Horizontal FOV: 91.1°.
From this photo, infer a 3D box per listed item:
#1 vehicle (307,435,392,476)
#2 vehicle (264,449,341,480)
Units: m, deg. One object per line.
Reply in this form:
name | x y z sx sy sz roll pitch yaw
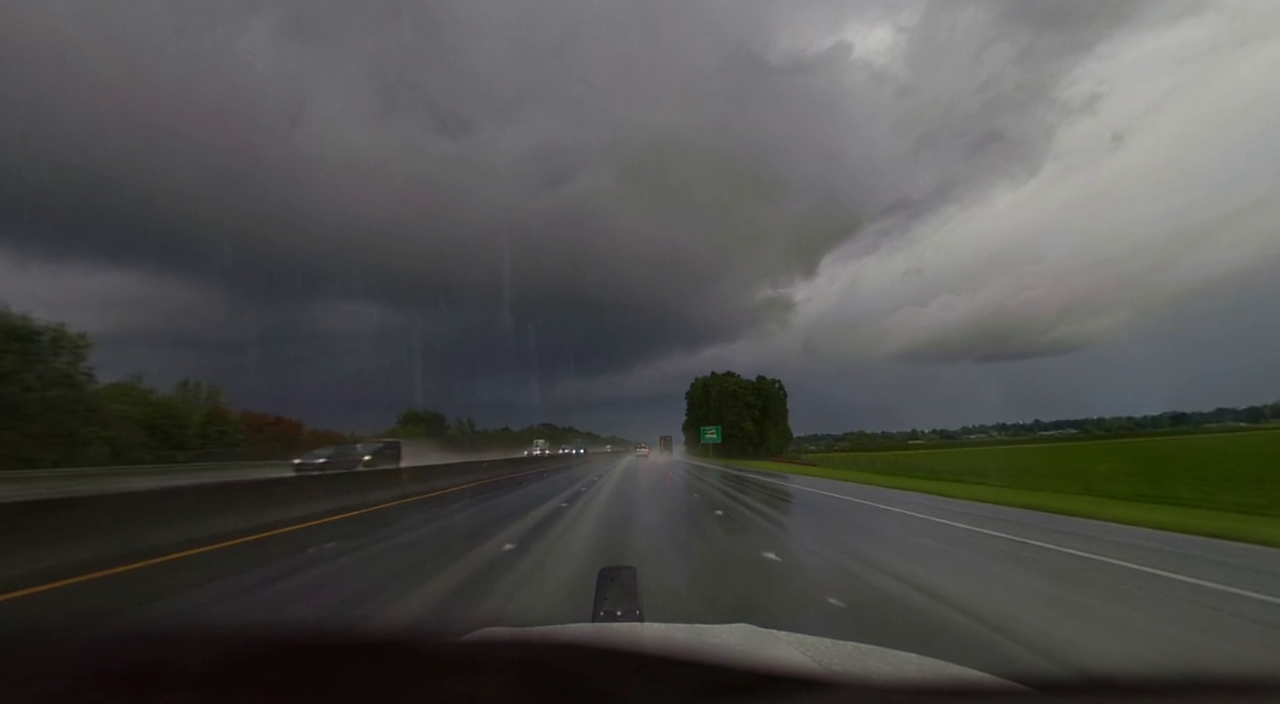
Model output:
vehicle | -19.878 7.139 43.475 2.629 2.571 6.663 0 -9 0
vehicle | -19.792 6.586 37.079 2.114 1.661 4.377 0 -9 0
